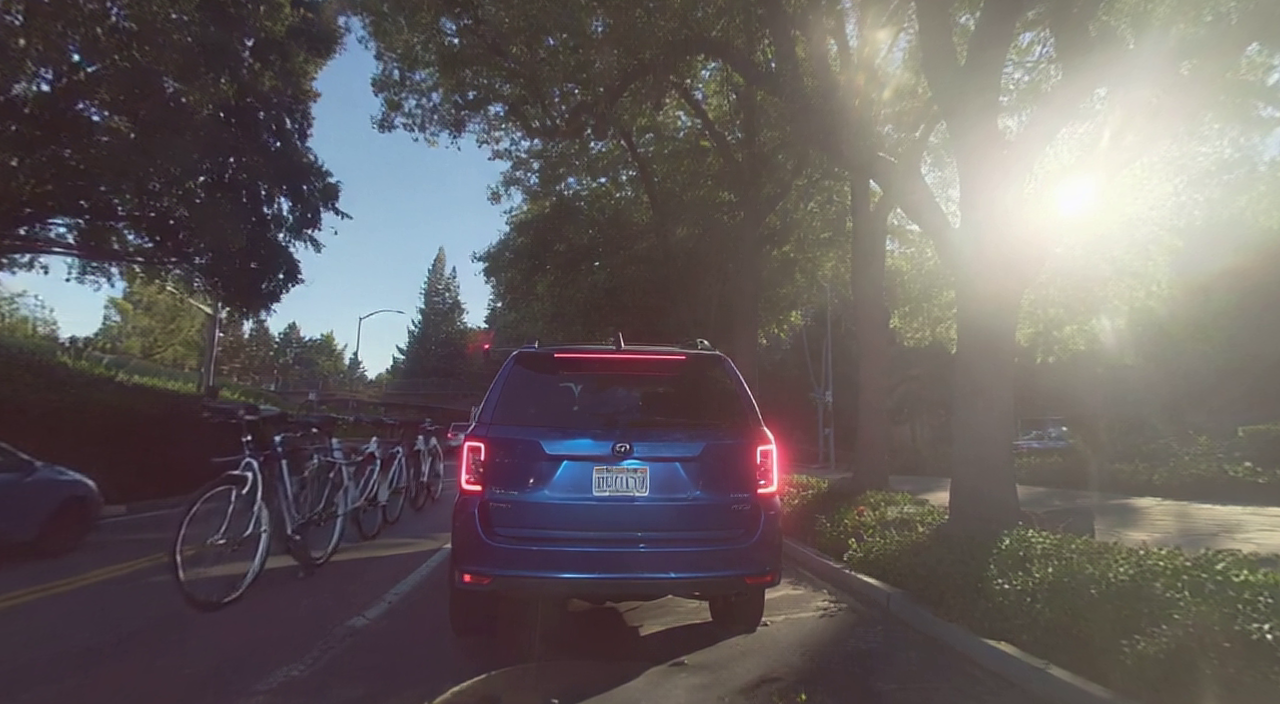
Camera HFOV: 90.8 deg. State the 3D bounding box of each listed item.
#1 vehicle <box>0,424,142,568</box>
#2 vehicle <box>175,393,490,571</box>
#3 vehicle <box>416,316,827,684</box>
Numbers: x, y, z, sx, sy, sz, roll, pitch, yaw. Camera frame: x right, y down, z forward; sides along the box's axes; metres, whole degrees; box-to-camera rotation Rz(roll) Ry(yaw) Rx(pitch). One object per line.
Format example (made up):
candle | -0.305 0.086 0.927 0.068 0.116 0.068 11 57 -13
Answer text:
vehicle | -7.785 1.461 6.252 2.024 1.511 4.550 0 -8 -1
vehicle | -3.888 1.772 9.457 2.337 1.858 5.409 1 -8 -5
vehicle | -0.230 1.160 5.998 2.333 2.087 4.586 0 -8 -4
